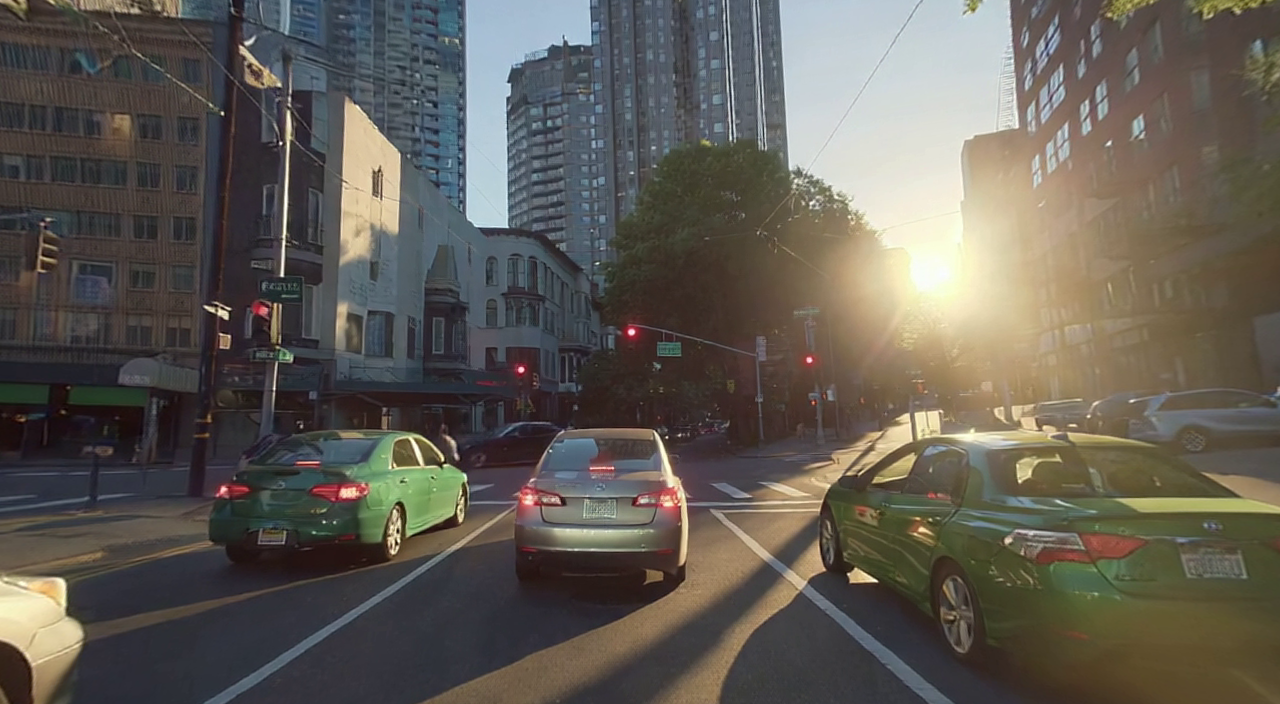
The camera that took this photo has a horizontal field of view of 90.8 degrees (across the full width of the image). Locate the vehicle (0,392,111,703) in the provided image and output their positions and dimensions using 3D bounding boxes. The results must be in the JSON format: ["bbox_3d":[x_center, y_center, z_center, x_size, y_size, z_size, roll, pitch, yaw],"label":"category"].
[{"bbox_3d":[-3.918,0.705,1.181,1.995,1.524,4.438,0,-8,0],"label":"vehicle"}]

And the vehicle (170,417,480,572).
[{"bbox_3d":[-3.688,1.740,8.498,1.934,1.522,4.287,0,-8,0],"label":"vehicle"}]

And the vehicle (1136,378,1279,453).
[{"bbox_3d":[21.628,2.355,22.871,5.863,2.493,2.354,2,-9,-12],"label":"vehicle"}]

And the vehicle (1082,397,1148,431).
[{"bbox_3d":[26.310,3.478,34.929,4.392,1.667,1.958,7,-11,-42],"label":"vehicle"}]

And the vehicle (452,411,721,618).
[{"bbox_3d":[-0.415,1.499,6.728,1.999,1.520,3.896,0,-8,-1],"label":"vehicle"}]
